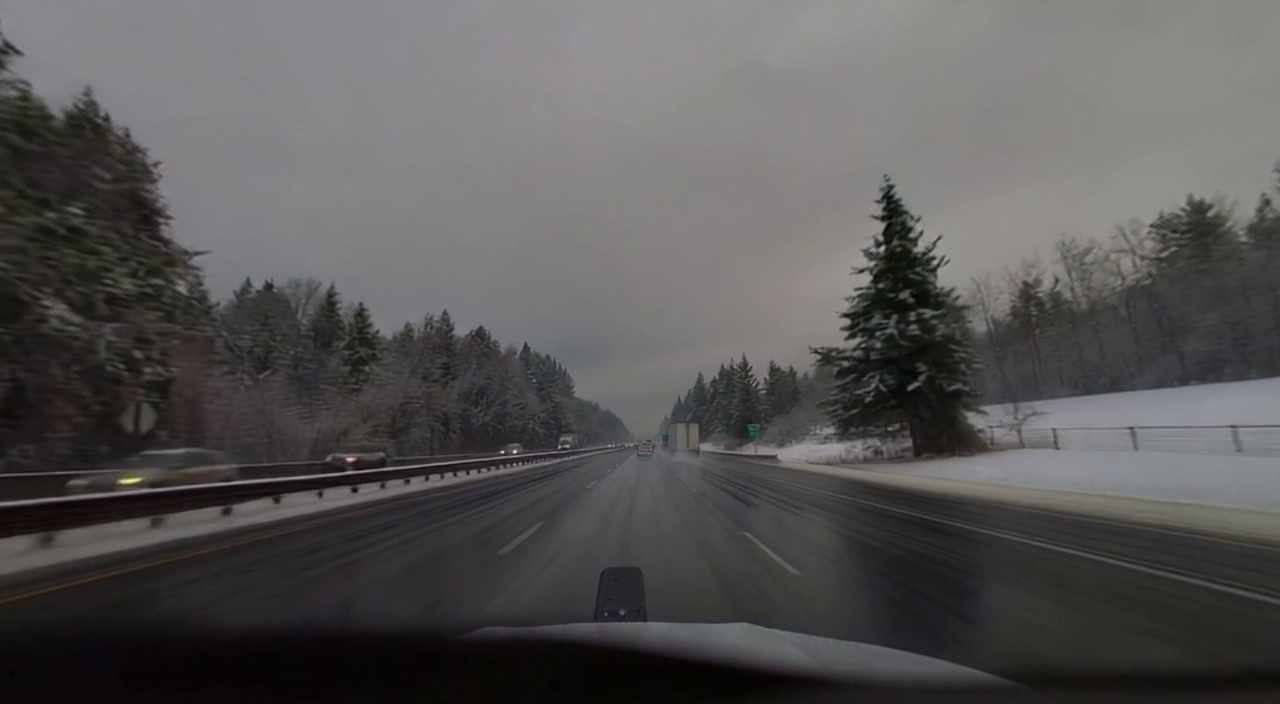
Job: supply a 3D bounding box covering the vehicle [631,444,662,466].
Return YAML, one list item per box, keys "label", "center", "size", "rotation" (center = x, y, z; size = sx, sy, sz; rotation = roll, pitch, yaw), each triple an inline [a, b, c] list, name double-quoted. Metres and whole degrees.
- label: "vehicle"
  center: [0.447, 7.145, 43.729]
  size: [2.023, 1.434, 4.236]
  rotation: [0, -9, 1]

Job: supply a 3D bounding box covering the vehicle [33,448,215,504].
- label: "vehicle"
  center: [-15.000, 3.600, 18.700]
  size: [1.816, 1.454, 4.185]
  rotation: [0, -9, 0]

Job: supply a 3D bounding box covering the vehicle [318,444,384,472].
- label: "vehicle"
  center: [-18.597, 6.837, 40.742]
  size: [2.017, 1.666, 4.521]
  rotation: [0, -9, 1]
